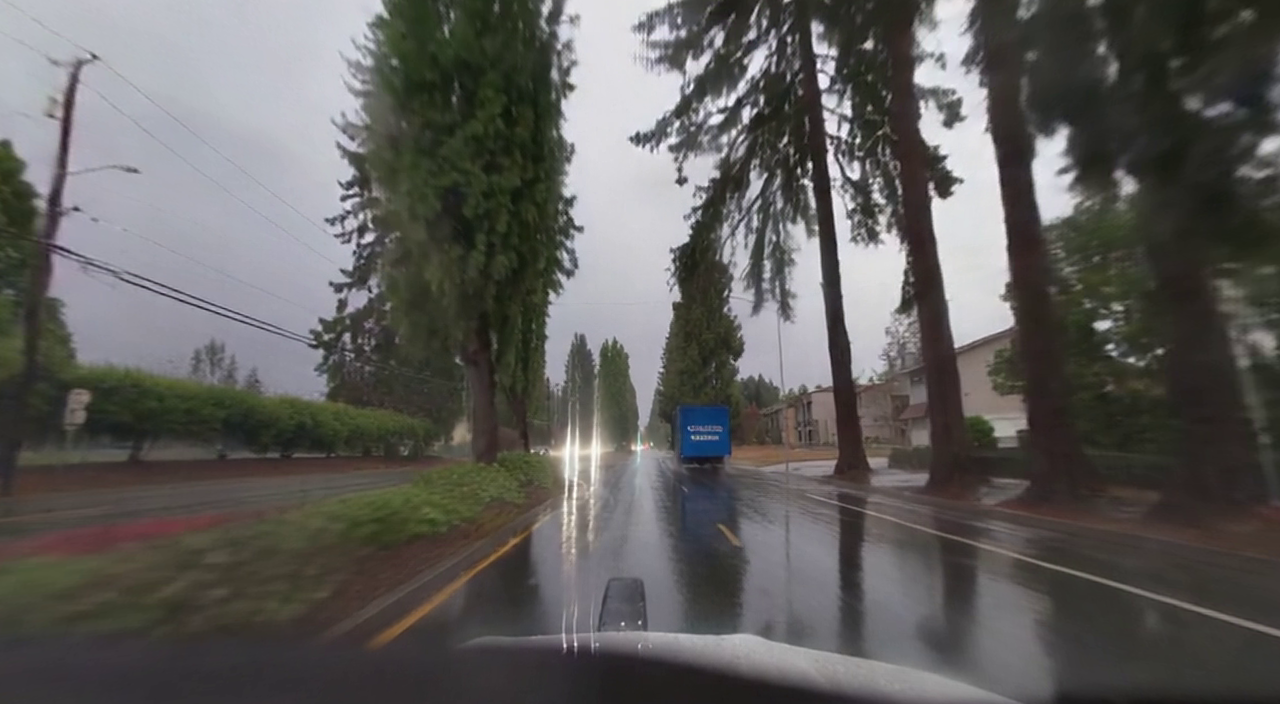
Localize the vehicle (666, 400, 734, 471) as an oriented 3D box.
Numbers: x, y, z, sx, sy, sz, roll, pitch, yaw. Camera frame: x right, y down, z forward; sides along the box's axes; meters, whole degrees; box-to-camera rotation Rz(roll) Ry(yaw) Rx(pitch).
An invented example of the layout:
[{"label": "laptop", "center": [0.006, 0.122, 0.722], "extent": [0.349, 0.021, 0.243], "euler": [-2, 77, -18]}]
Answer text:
[{"label": "vehicle", "center": [3.413, 5.186, 38.638], "extent": [2.973, 3.848, 9.336], "euler": [0, -8, -2]}]
